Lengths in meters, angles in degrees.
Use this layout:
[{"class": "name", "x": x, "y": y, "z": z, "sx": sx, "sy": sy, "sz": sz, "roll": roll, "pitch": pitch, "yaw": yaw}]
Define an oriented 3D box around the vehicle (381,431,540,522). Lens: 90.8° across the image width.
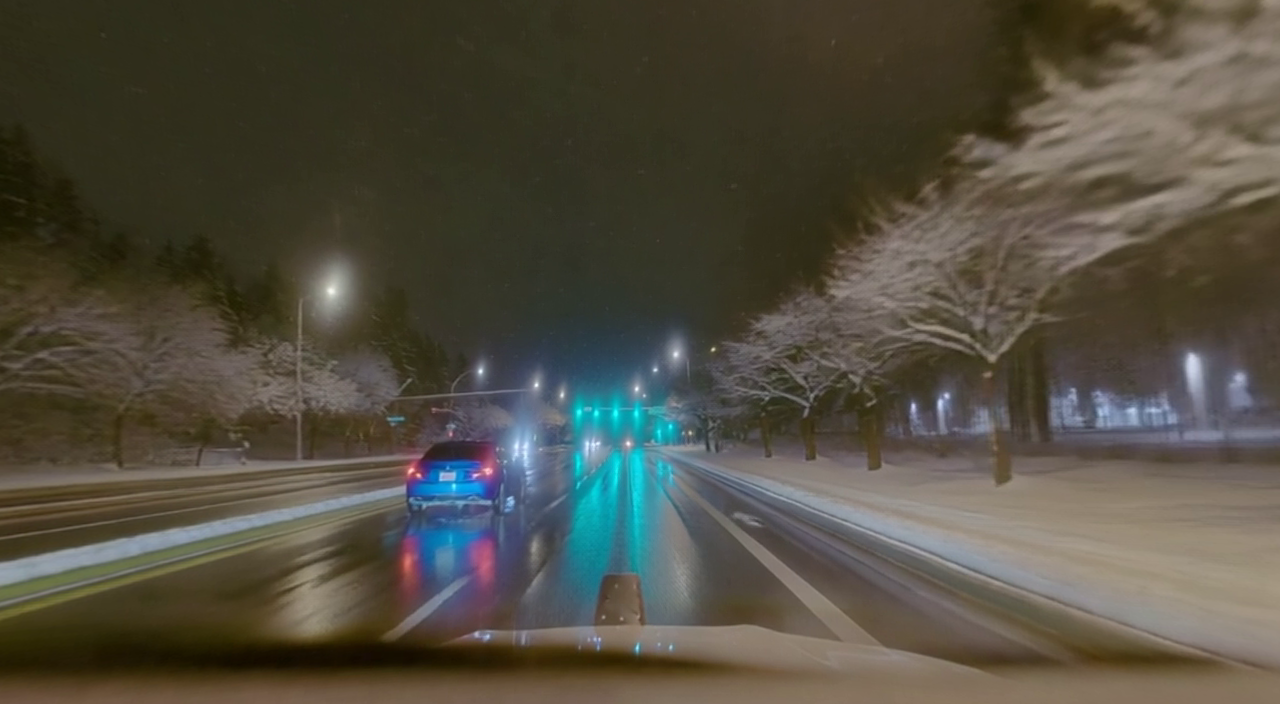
[{"class": "vehicle", "x": -3.288, "y": 2.348, "z": 12.516, "sx": 1.964, "sy": 1.472, "sz": 4.078, "roll": 0, "pitch": -8, "yaw": 0}]
